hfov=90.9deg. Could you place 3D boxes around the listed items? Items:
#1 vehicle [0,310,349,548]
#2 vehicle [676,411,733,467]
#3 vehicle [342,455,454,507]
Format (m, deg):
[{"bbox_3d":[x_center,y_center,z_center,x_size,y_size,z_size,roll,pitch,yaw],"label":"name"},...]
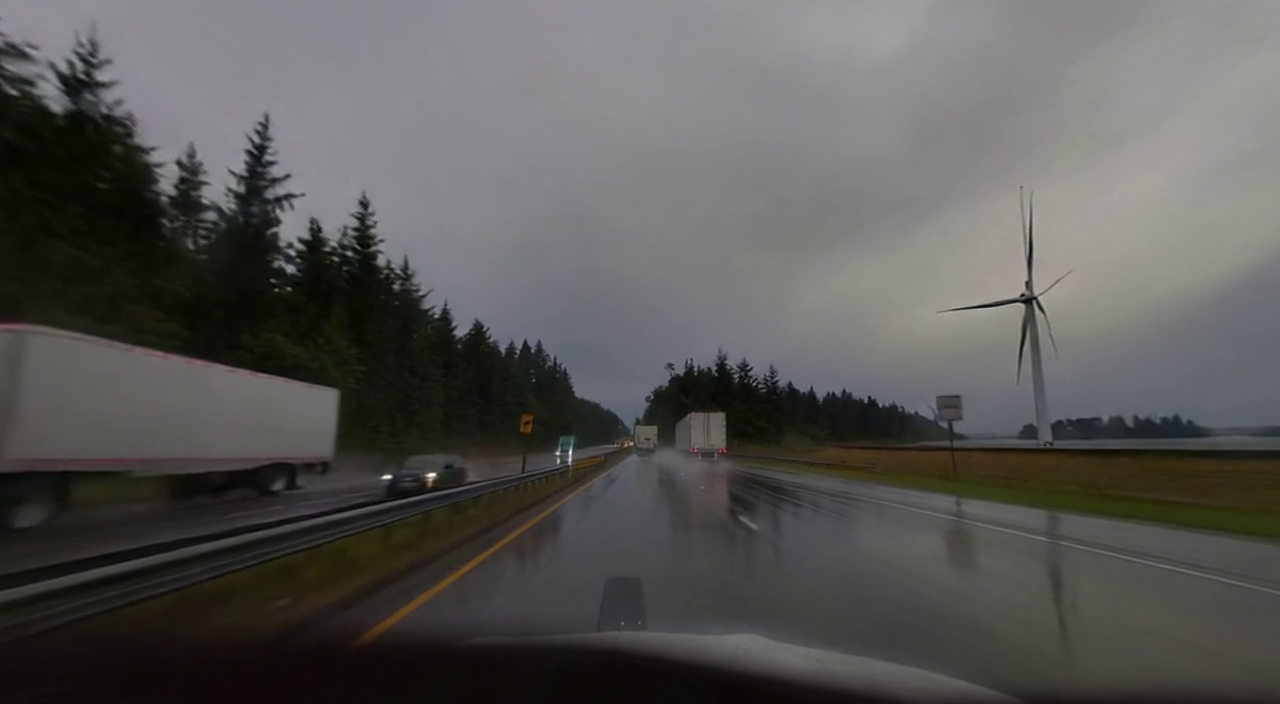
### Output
[{"bbox_3d":[-12.559,2.210,16.445,2.916,4.112,14.233,0,-9,1],"label":"vehicle"},{"bbox_3d":[4.428,6.327,45.233,2.903,3.602,9.351,0,-9,-1],"label":"vehicle"},{"bbox_3d":[-7.641,4.096,20.375,2.005,1.485,3.893,0,-9,1],"label":"vehicle"}]
